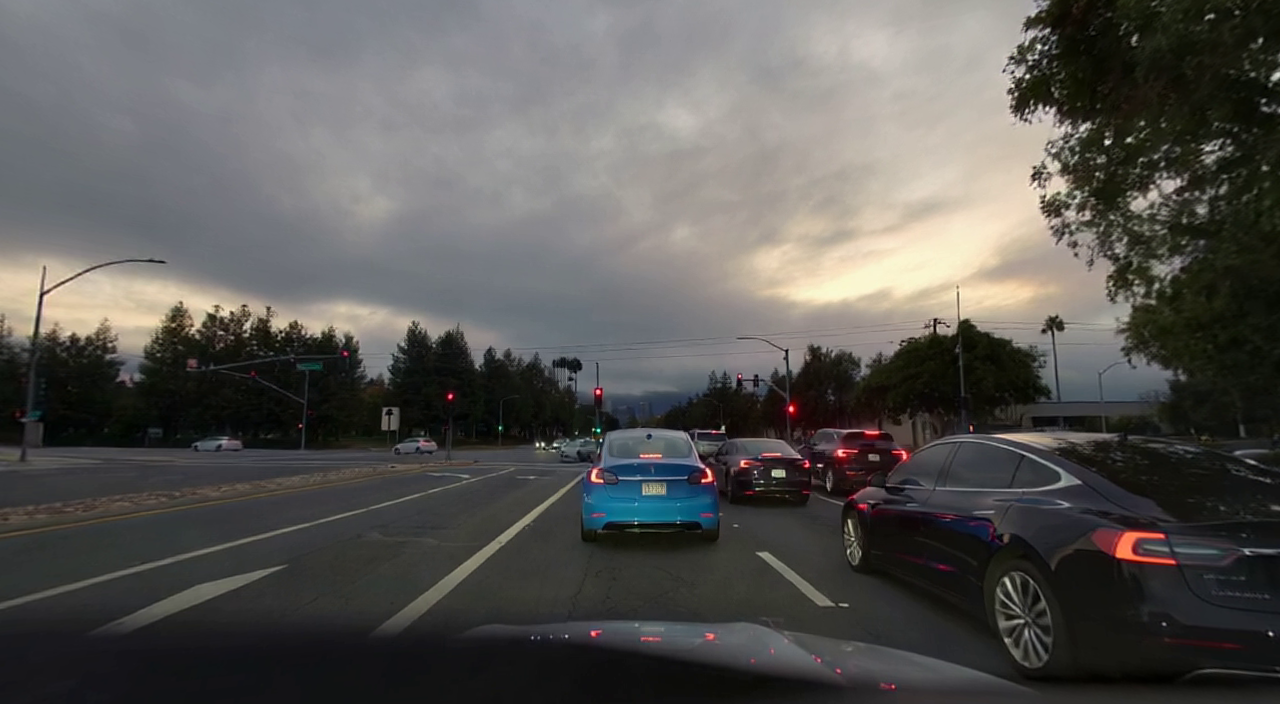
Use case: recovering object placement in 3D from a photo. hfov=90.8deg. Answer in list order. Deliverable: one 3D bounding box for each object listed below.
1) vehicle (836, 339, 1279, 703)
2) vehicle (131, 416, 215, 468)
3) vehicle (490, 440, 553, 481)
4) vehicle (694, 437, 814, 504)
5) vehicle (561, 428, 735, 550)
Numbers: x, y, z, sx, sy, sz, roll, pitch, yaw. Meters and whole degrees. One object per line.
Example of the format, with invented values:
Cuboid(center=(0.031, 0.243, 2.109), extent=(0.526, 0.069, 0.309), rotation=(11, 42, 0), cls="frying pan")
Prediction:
Cuboid(center=(3.182, 1.109, 4.305), extent=(2.167, 1.676, 4.443), rotation=(0, -8, -1), cls="vehicle")
Cuboid(center=(-29.256, 5.657, 39.706), extent=(2.608, 2.990, 3.026), rotation=(2, -8, 1), cls="vehicle")
Cuboid(center=(-4.630, 4.284, 25.265), extent=(1.972, 1.457, 4.171), rotation=(0, -8, -4), cls="vehicle")
Cuboid(center=(2.697, 2.920, 16.035), extent=(2.058, 1.466, 4.208), rotation=(0, -8, -3), cls="vehicle")
Cuboid(center=(0.036, 2.014, 10.014), extent=(2.147, 1.499, 4.240), rotation=(0, -8, -2), cls="vehicle")
